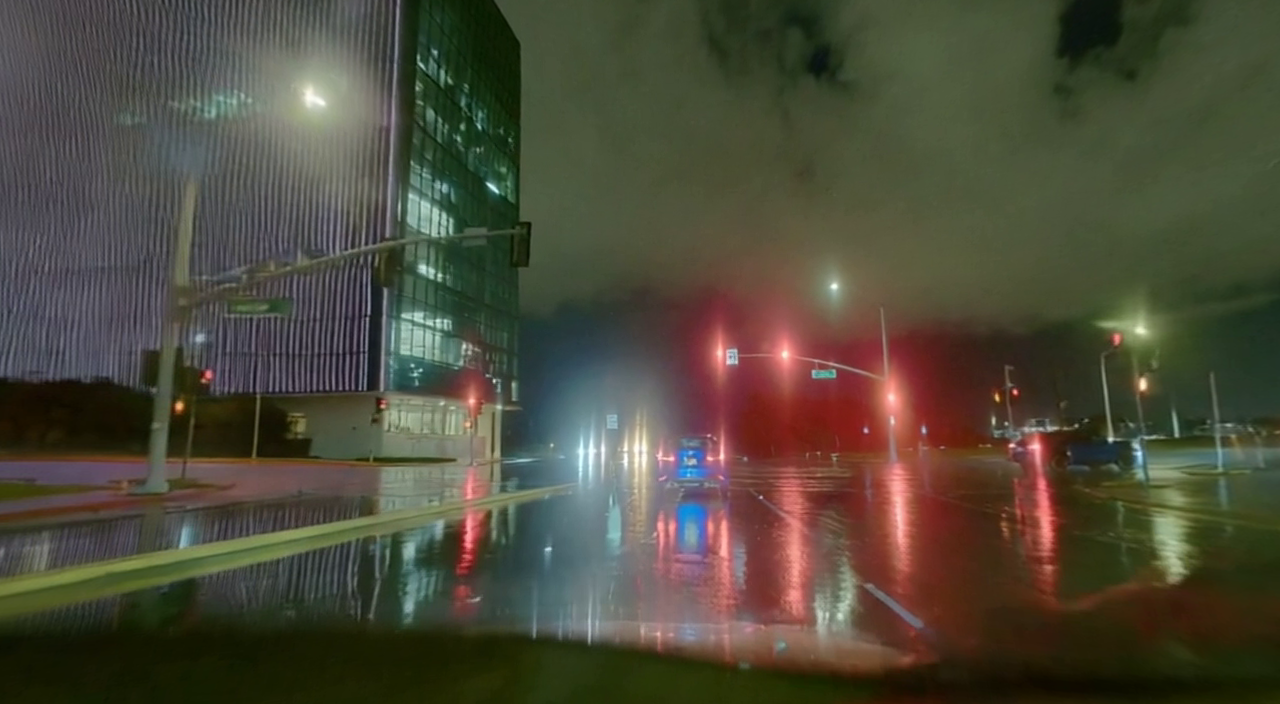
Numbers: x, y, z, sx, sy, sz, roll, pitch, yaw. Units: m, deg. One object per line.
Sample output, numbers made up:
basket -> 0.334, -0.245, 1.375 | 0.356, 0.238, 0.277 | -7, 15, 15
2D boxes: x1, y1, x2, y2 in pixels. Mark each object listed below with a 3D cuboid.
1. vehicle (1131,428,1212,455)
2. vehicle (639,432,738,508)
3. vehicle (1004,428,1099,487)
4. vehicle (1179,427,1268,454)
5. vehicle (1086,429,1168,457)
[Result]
vehicle -> 30.853, 5.240, 36.669 | 1.816, 1.476, 3.652 | -1, -9, 8
vehicle -> 1.272, 2.734, 15.072 | 2.014, 1.525, 4.197 | -1, -9, 8
vehicle -> 13.974, 3.518, 21.249 | 2.174, 1.749, 4.739 | -6, -11, 37
vehicle -> 33.337, 5.100, 36.125 | 1.743, 1.472, 3.772 | -1, -9, 6
vehicle -> 28.583, 5.399, 37.144 | 1.864, 1.519, 4.317 | -1, -9, 8
